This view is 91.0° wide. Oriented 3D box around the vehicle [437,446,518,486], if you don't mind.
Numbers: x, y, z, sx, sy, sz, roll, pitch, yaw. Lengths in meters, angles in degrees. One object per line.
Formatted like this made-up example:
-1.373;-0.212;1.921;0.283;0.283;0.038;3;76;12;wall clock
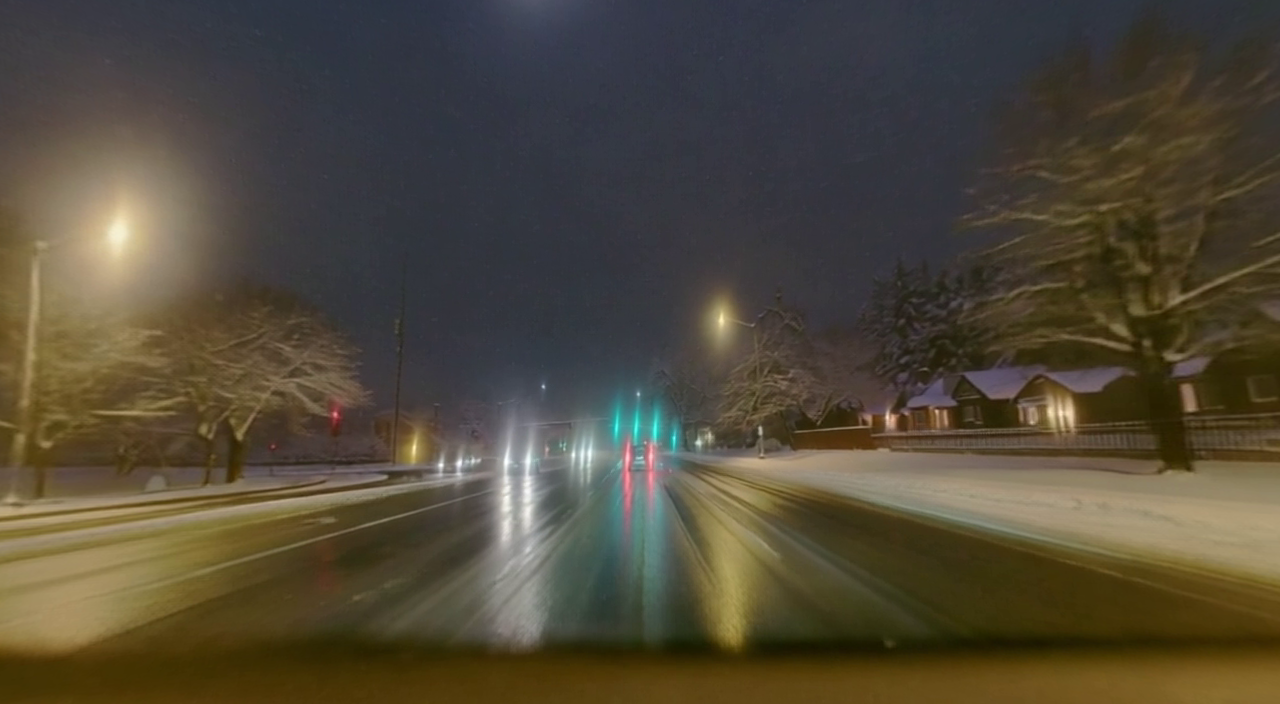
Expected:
-6.459;4.577;25.554;2.014;1.472;4.357;0;-9;2;vehicle

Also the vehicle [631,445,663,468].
0.472;7.322;44.125;2.106;1.517;4.375;0;-9;0;vehicle
